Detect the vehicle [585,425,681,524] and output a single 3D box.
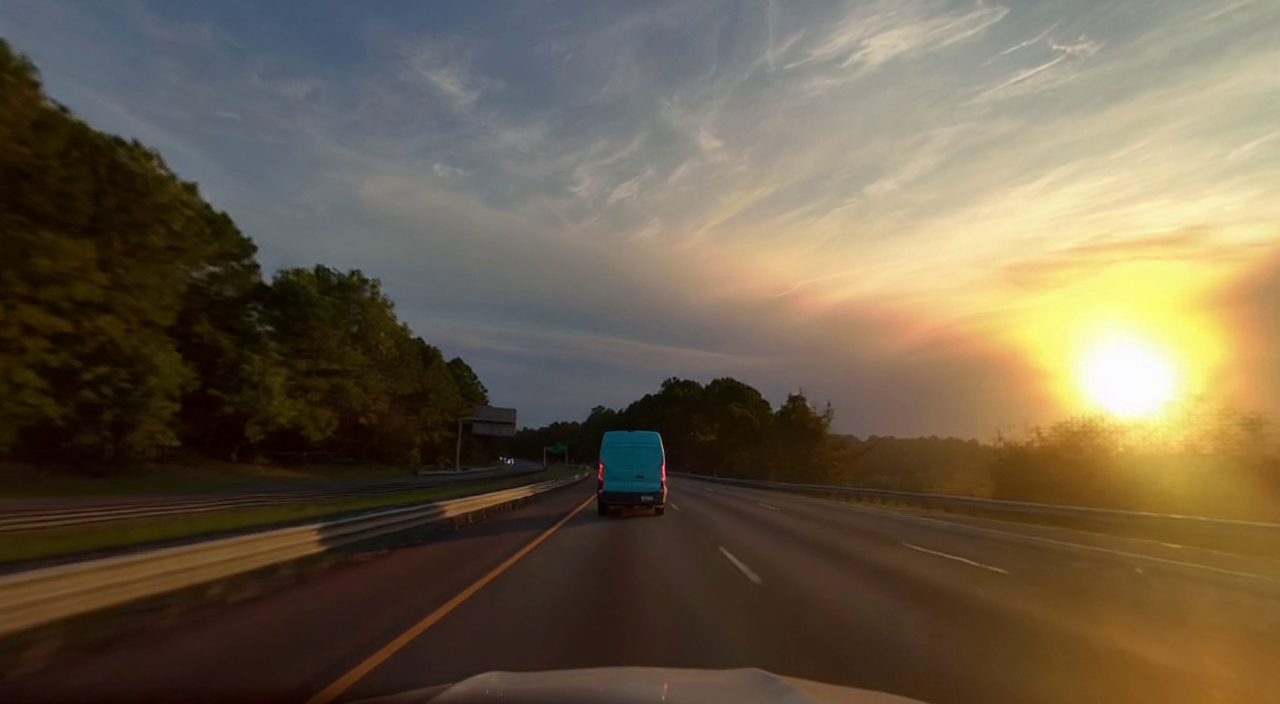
[{"bbox_3d":[-0.282,3.621,18.864,2.375,2.432,6.161,1,-10,-2],"label":"vehicle"}]
